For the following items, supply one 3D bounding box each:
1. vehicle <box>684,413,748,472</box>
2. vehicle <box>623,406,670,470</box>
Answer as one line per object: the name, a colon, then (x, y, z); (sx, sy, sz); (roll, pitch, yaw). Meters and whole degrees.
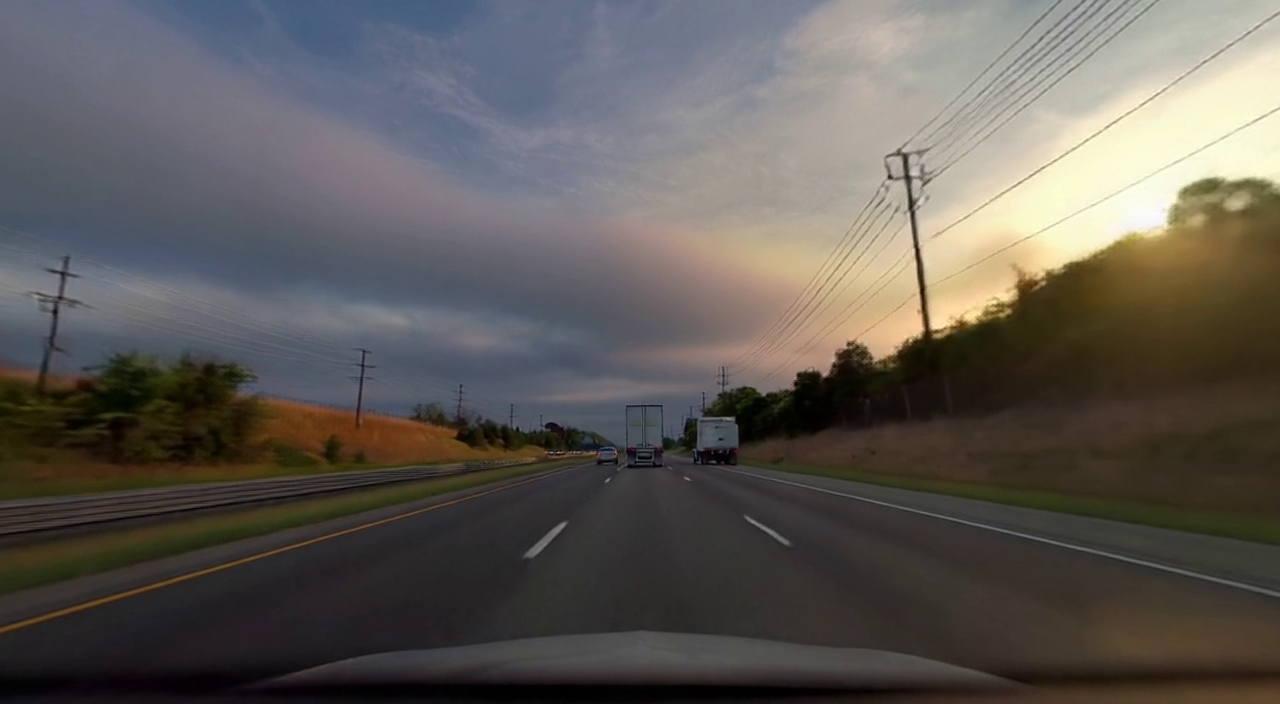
vehicle: (4.688, 5.907, 40.884); (2.938, 3.378, 8.820); (0, -9, 0)
vehicle: (0.500, 6.500, 46.639); (2.997, 4.076, 13.224); (0, -9, 1)
